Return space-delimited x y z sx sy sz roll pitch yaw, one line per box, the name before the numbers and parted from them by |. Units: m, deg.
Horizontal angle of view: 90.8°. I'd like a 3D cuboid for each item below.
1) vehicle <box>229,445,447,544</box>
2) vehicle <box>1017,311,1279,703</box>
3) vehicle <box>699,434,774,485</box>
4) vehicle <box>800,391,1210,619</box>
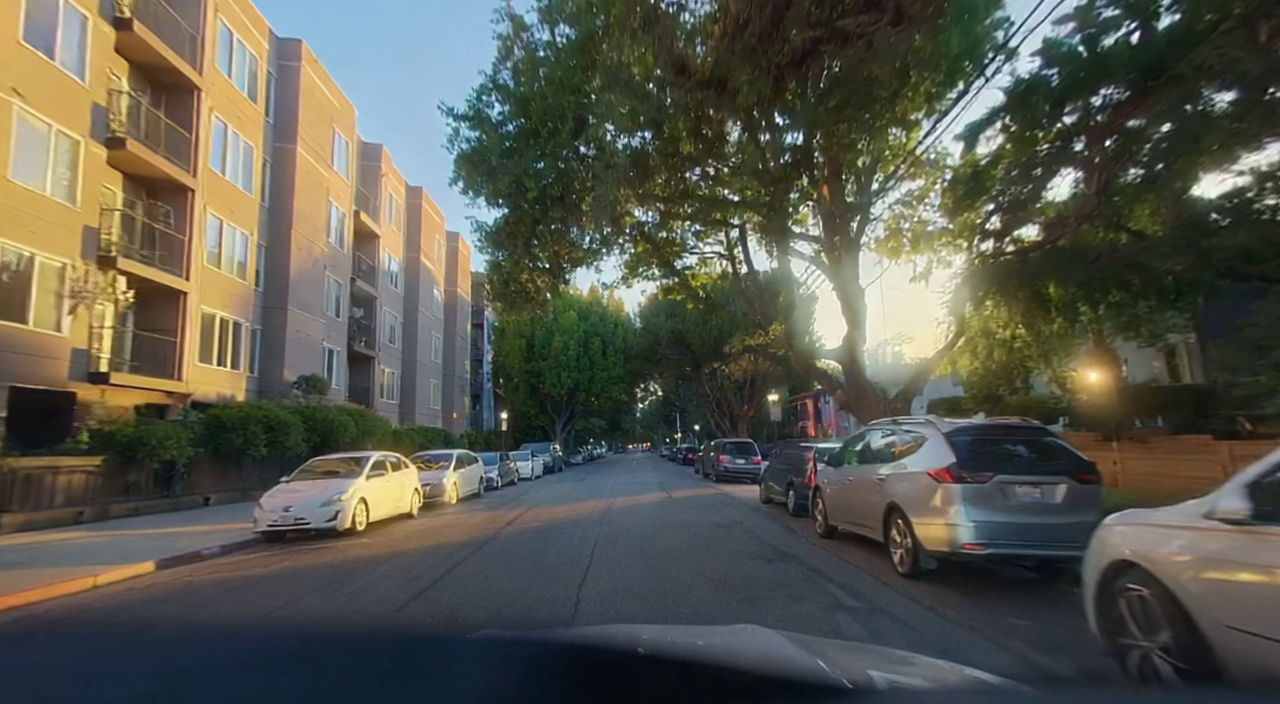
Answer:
vehicle | -5.237 2.475 11.755 1.772 1.466 4.342 0 -8 2
vehicle | 3.471 0.643 1.481 2.131 1.829 4.894 0 -8 0
vehicle | 3.707 4.241 25.266 2.082 1.809 4.998 0 -8 -2
vehicle | 3.621 1.608 7.664 2.093 1.801 4.788 2 -8 0
